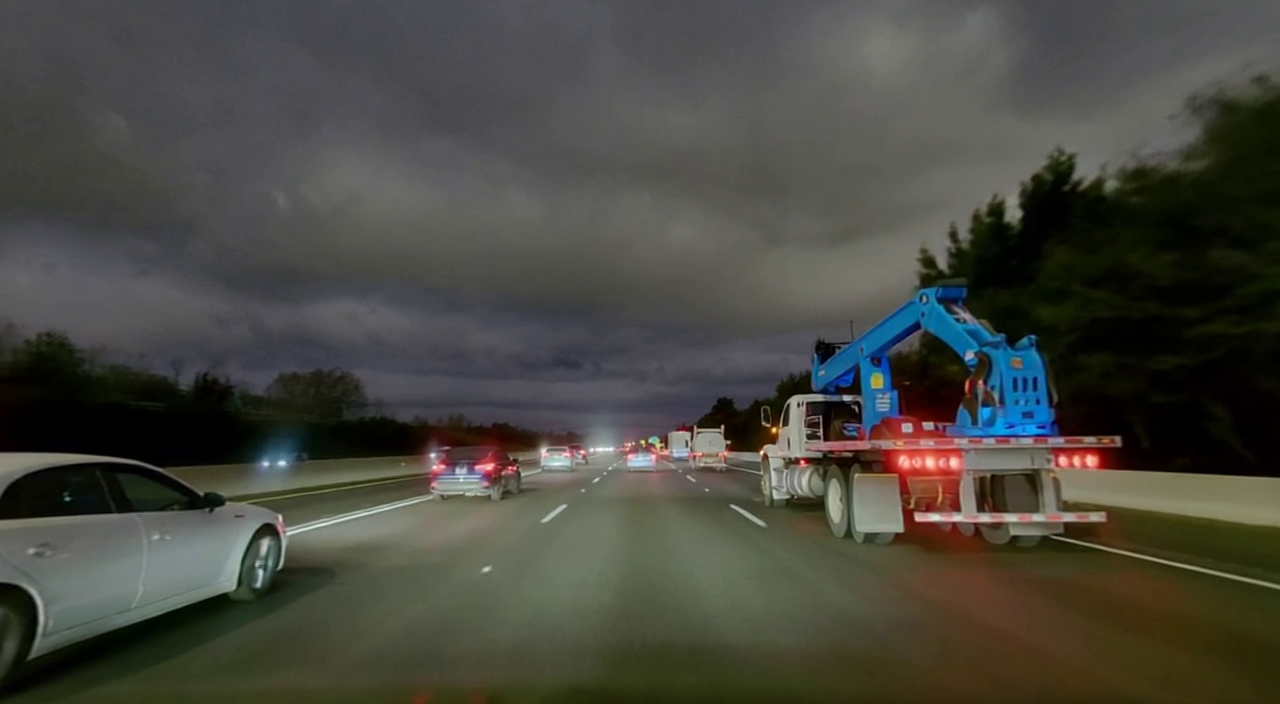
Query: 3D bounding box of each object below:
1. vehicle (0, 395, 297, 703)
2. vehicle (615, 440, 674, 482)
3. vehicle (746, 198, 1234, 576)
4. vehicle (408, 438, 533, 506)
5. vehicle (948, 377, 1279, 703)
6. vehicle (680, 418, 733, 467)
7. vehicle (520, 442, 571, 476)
[{"bbox_3d":[-4.172,1.093,3.673,1.978,1.556,4.119,0,-9,0],"label":"vehicle"},{"bbox_3d":[0.126,4.315,24.958,2.150,1.498,3.988,0,-9,-1],"label":"vehicle"},{"bbox_3d":[3.957,0.900,10.194,2.975,3.618,8.456,0,-9,0],"label":"vehicle"},{"bbox_3d":[-4.213,3.067,16.467,1.880,1.507,4.757,0,-9,1],"label":"vehicle"},{"bbox_3d":[4.052,0.915,2.616,2.599,1.631,5.693,0,-9,-1],"label":"vehicle"},{"bbox_3d":[4.098,5.822,39.947,2.416,2.829,7.016,0,-9,-1],"label":"vehicle"},{"bbox_3d":[-4.524,5.191,30.514,1.858,1.527,3.974,0,-9,1],"label":"vehicle"}]
